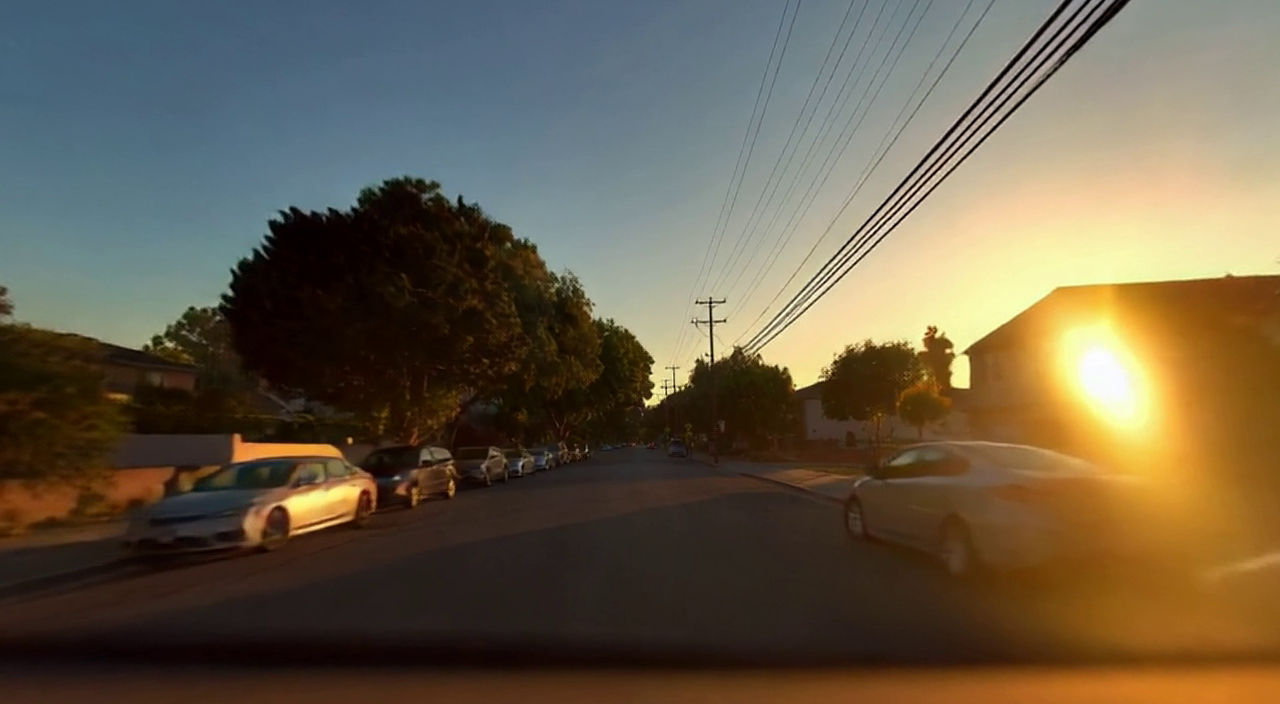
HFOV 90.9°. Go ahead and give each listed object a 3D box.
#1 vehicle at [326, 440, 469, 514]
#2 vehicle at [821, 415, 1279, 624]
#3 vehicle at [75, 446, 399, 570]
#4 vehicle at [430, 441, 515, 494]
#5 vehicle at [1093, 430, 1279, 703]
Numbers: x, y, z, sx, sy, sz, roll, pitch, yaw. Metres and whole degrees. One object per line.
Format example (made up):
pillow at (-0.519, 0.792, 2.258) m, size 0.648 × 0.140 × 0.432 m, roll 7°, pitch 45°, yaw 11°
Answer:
vehicle at (-6.118, 3.163, 16.599) m, size 1.932 × 1.673 × 4.457 m, roll 0°, pitch -8°, yaw 1°
vehicle at (3.928, 1.681, 7.494) m, size 2.006 × 1.607 × 5.068 m, roll 0°, pitch -9°, yaw 0°
vehicle at (-6.079, 2.350, 10.473) m, size 2.231 × 1.492 × 4.727 m, roll 1°, pitch -8°, yaw 0°
vehicle at (-6.051, 4.183, 23.364) m, size 1.848 × 1.698 × 4.482 m, roll 0°, pitch -8°, yaw 1°
vehicle at (3.714, 0.910, 1.702) m, size 1.851 × 1.438 × 4.177 m, roll 0°, pitch -9°, yaw 0°
